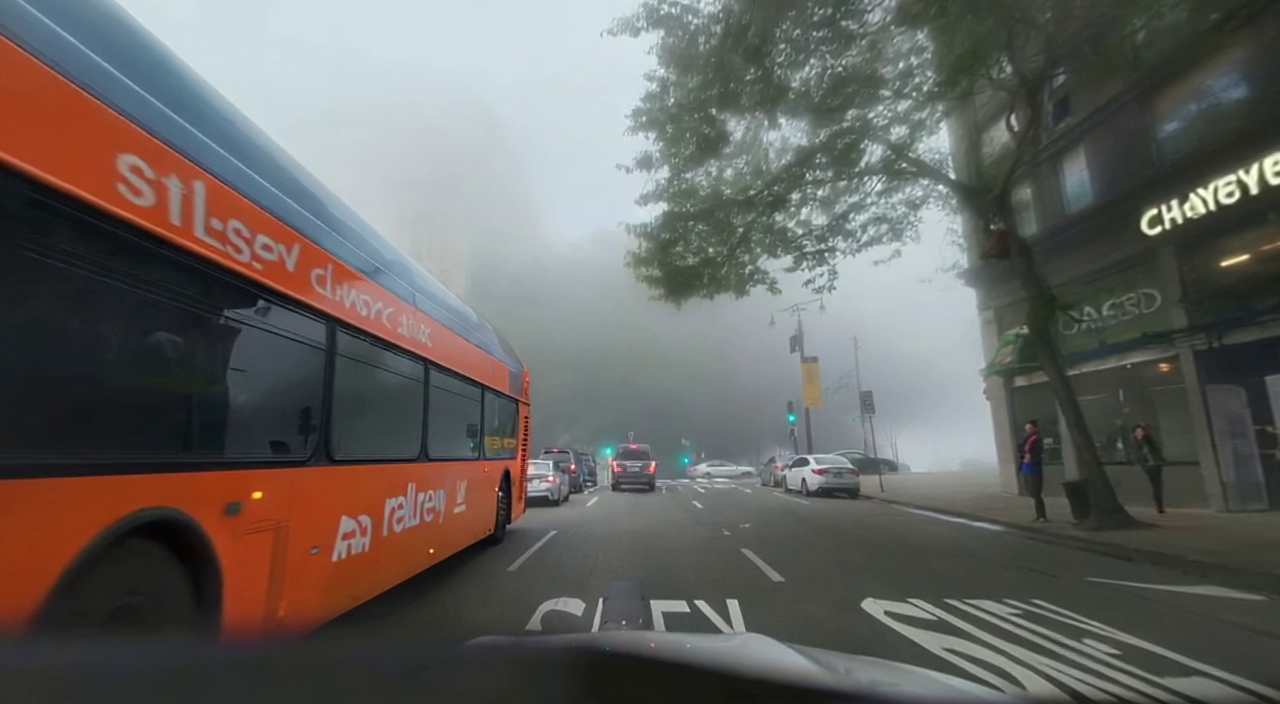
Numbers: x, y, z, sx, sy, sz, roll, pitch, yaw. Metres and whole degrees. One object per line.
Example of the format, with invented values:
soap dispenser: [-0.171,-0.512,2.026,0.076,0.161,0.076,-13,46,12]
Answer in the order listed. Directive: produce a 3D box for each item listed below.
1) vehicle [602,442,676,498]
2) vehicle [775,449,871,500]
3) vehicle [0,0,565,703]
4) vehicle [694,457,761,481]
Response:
vehicle: [0.008,4.135,22.549,2.328,1.746,5.072,0,-9,1]
vehicle: [6.026,4.073,21.432,1.919,1.529,4.558,0,-9,0]
vehicle: [-2.987,0.632,5.608,2.922,3.323,13.151,0,-9,1]
vehicle: [6.234,8.282,44.876,4.551,1.500,1.944,5,-10,-32]
